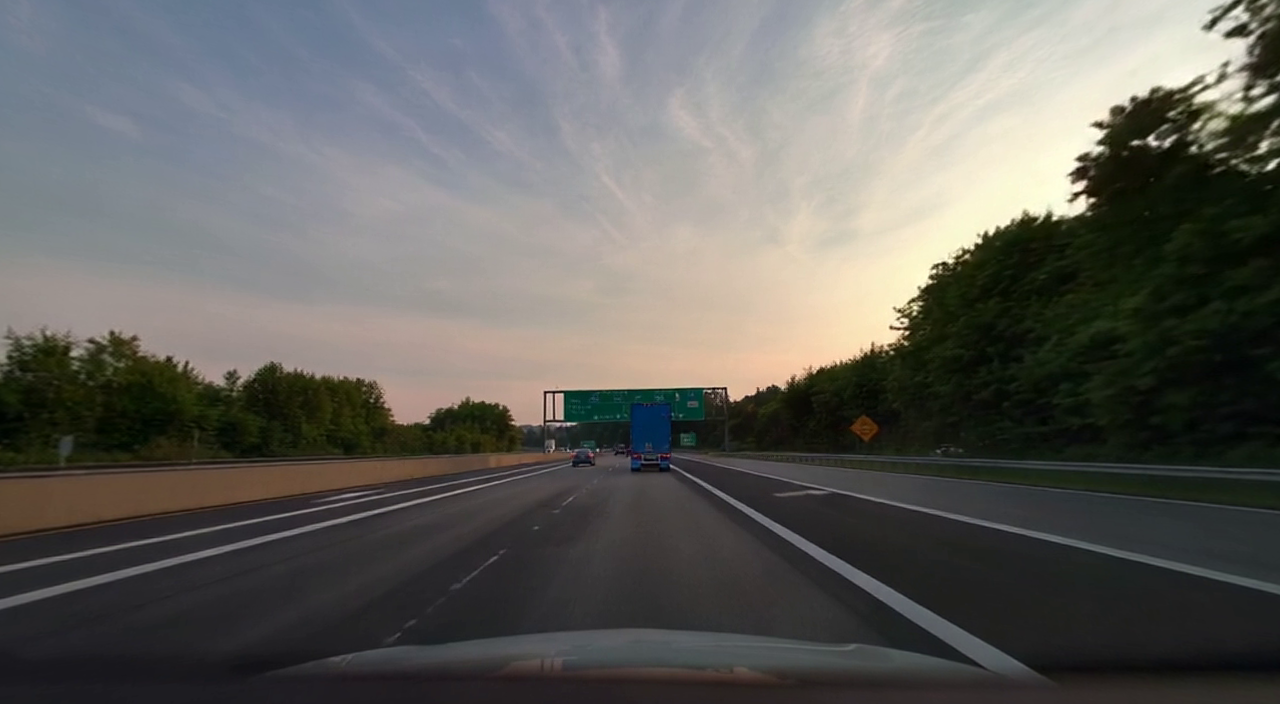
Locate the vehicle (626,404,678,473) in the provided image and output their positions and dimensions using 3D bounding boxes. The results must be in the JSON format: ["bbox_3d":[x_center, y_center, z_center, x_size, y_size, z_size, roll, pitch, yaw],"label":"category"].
[{"bbox_3d":[0.720,5.863,42.339,3.022,4.072,10.318,0,-9,0],"label":"vehicle"}]

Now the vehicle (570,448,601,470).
[{"bbox_3d":[-3.865,7.650,45.244,1.873,1.469,3.601,0,-9,0],"label":"vehicle"}]
